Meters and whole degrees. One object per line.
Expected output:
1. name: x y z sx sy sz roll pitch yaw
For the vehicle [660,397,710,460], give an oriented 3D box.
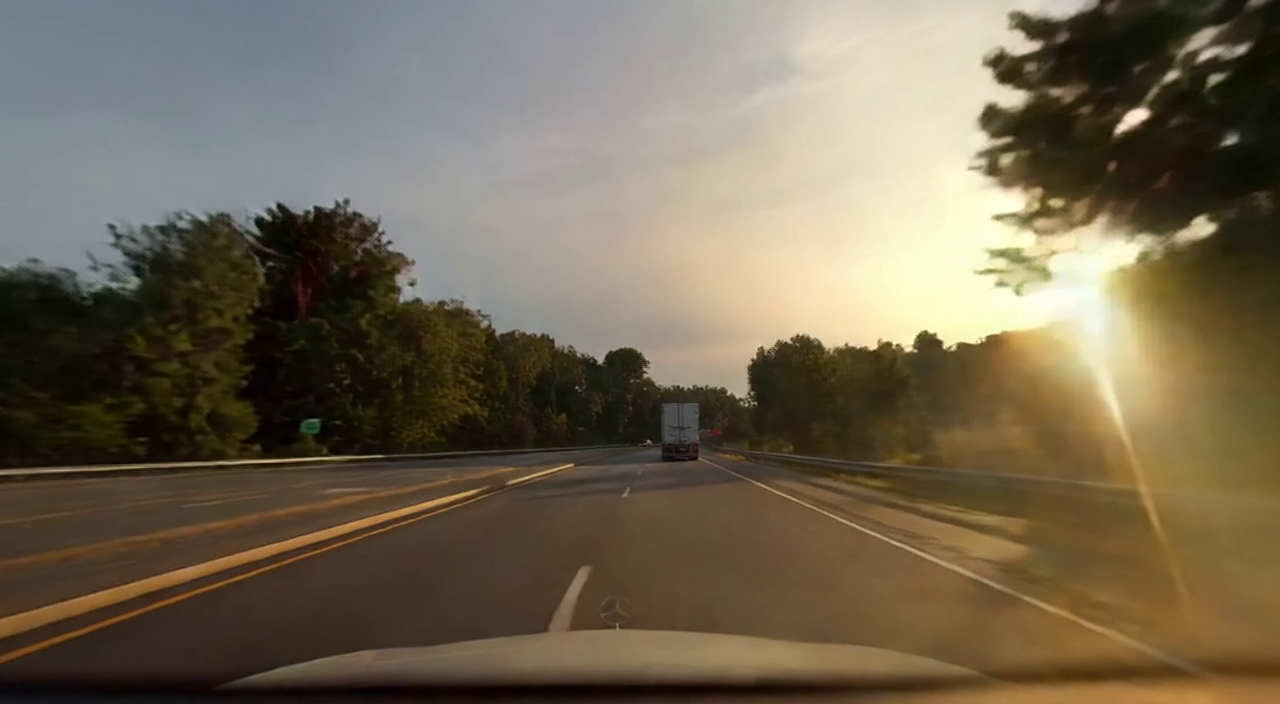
1. vehicle: 3.220 5.940 48.022 3.156 4.196 11.351 -1 -8 1
